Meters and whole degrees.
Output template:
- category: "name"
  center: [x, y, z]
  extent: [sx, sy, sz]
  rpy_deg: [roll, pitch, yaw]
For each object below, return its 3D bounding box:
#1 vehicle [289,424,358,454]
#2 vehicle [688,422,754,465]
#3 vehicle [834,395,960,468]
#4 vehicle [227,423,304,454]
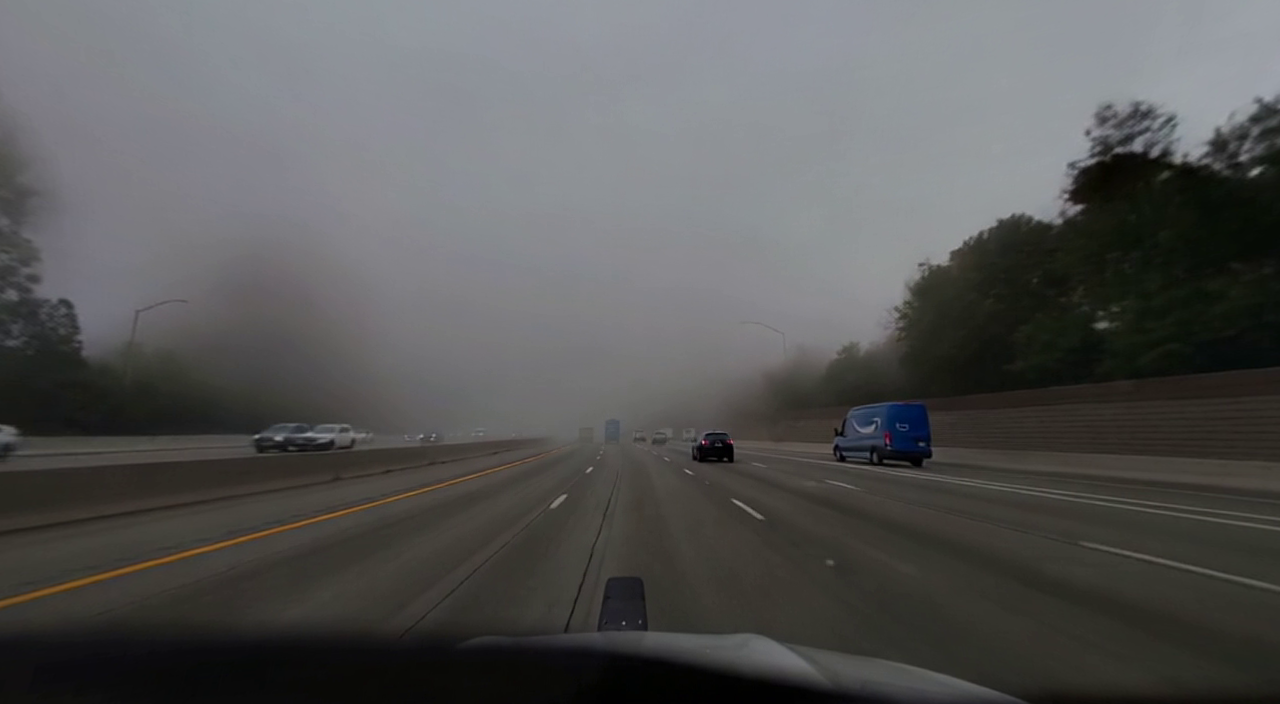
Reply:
- category: "vehicle"
  center: [-18.531, 5.124, 37.132]
  extent: [1.875, 1.585, 4.514]
  rpy_deg: [0, -8, -2]
- category: "vehicle"
  center: [3.493, 4.074, 28.117]
  extent: [2.141, 1.732, 4.279]
  rpy_deg: [0, -8, -3]
- category: "vehicle"
  center: [10.997, 3.537, 27.796]
  extent: [2.274, 2.802, 6.802]
  rpy_deg: [0, -8, -4]
- category: "vehicle"
  center: [-22.363, 5.205, 37.917]
  extent: [2.015, 1.695, 4.505]
  rpy_deg: [0, -8, -3]
